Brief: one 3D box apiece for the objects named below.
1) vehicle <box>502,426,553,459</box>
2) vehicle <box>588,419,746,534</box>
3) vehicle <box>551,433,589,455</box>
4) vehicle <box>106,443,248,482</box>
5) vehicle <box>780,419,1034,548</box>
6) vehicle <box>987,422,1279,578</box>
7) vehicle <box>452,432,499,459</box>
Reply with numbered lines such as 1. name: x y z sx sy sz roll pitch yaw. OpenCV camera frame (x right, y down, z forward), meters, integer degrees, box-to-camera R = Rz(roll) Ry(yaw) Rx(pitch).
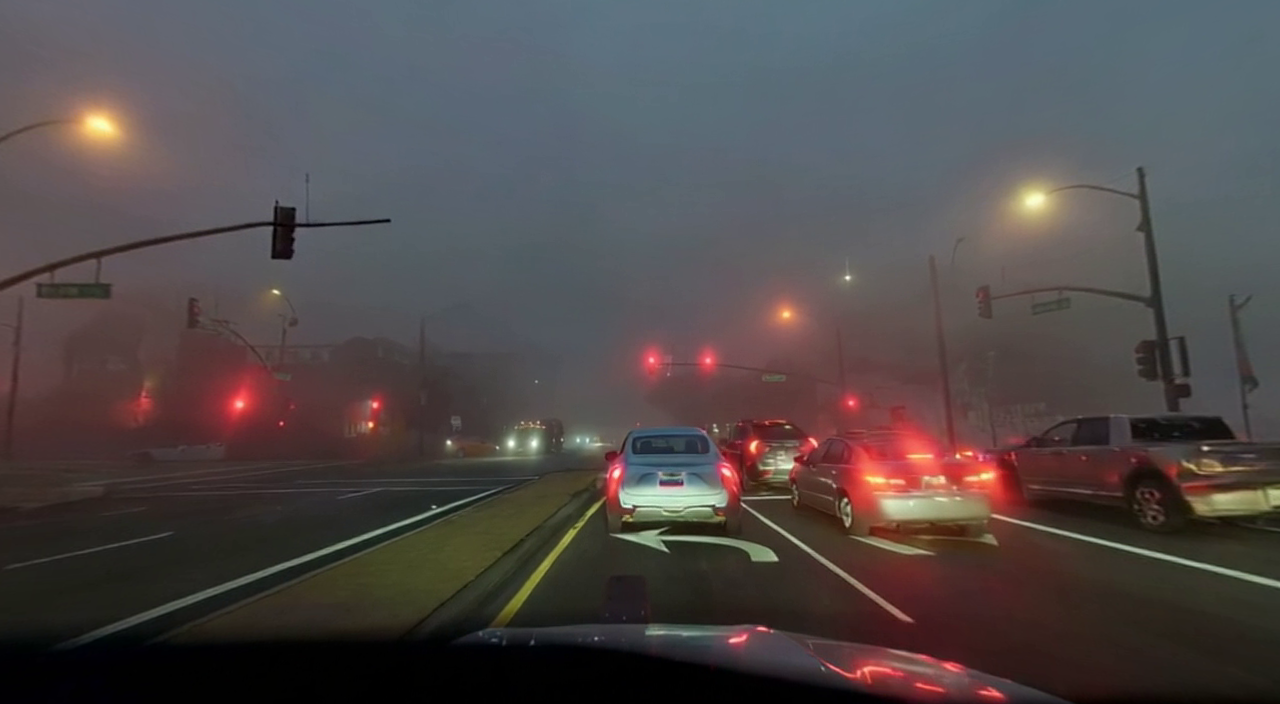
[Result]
1. vehicle: -8.493 6.836 48.205 2.710 2.022 5.889 -3 -5 0
2. vehicle: 0.316 1.924 10.288 2.073 1.496 3.892 0 -8 -1
3. vehicle: -5.076 6.795 46.542 2.200 1.480 4.292 0 -8 2
4. vehicle: -21.670 5.155 29.735 4.833 1.701 2.077 2 -8 -12
5. vehicle: 3.605 1.857 9.606 1.883 1.480 4.489 0 -8 0
6. vehicle: 6.813 1.717 8.204 2.059 1.458 4.395 0 -8 0
7. vehicle: -11.807 6.719 45.502 2.122 1.829 4.559 0 -8 0
